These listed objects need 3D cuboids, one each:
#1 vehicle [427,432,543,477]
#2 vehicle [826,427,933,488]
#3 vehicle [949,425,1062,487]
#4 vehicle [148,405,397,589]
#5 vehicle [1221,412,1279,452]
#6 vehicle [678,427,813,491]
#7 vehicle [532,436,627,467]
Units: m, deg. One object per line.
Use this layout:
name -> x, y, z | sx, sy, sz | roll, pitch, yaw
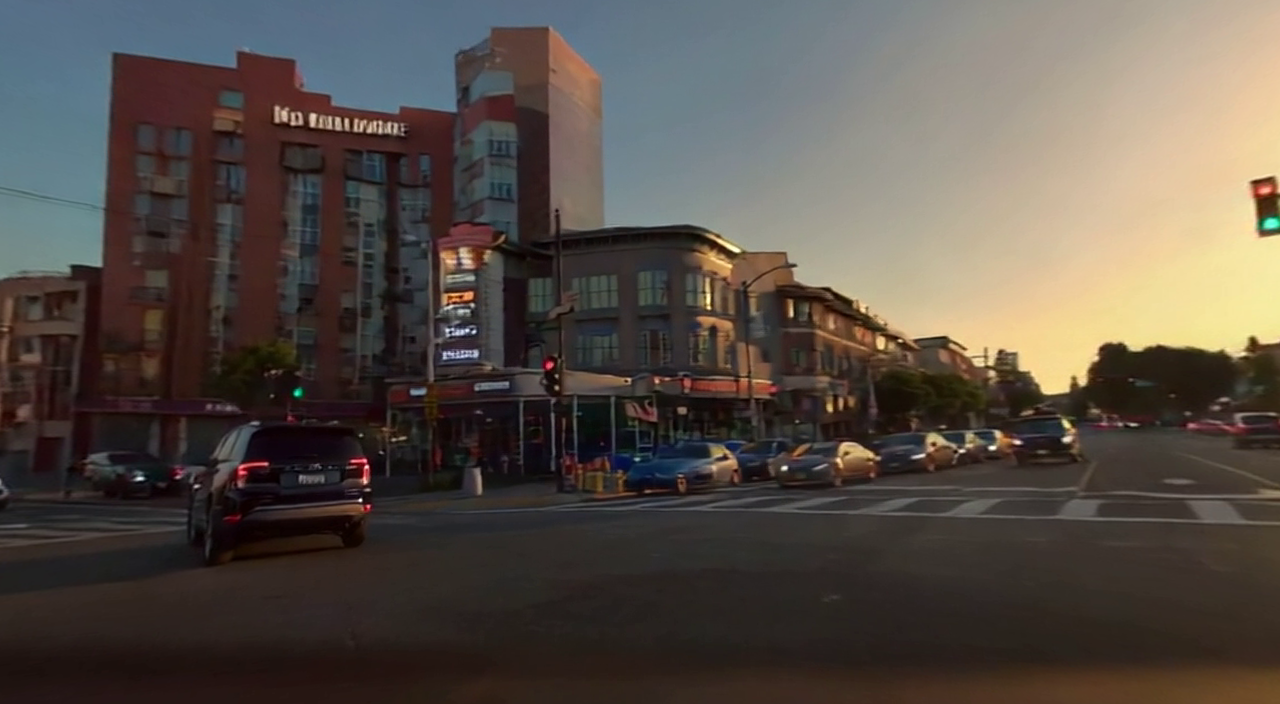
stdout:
vehicle -> -6.398, 4.201, 25.967 | 4.511, 1.670, 2.082 | -6, -12, 35
vehicle -> 7.126, 3.067, 18.549 | 1.931, 1.561, 3.882 | -6, -10, 35
vehicle -> 10.365, 2.885, 17.709 | 2.149, 1.487, 4.667 | -6, -10, 36
vehicle -> -5.421, 1.843, 8.978 | 2.157, 1.863, 4.665 | 7, -11, -39
vehicle -> 32.791, 4.299, 33.385 | 2.115, 1.932, 5.189 | -6, -10, 34
vehicle -> 3.452, 3.302, 19.788 | 1.993, 1.708, 5.219 | -6, -10, 36
vehicle -> -2.917, 4.670, 29.789 | 4.286, 1.210, 1.877 | -6, -5, 37
